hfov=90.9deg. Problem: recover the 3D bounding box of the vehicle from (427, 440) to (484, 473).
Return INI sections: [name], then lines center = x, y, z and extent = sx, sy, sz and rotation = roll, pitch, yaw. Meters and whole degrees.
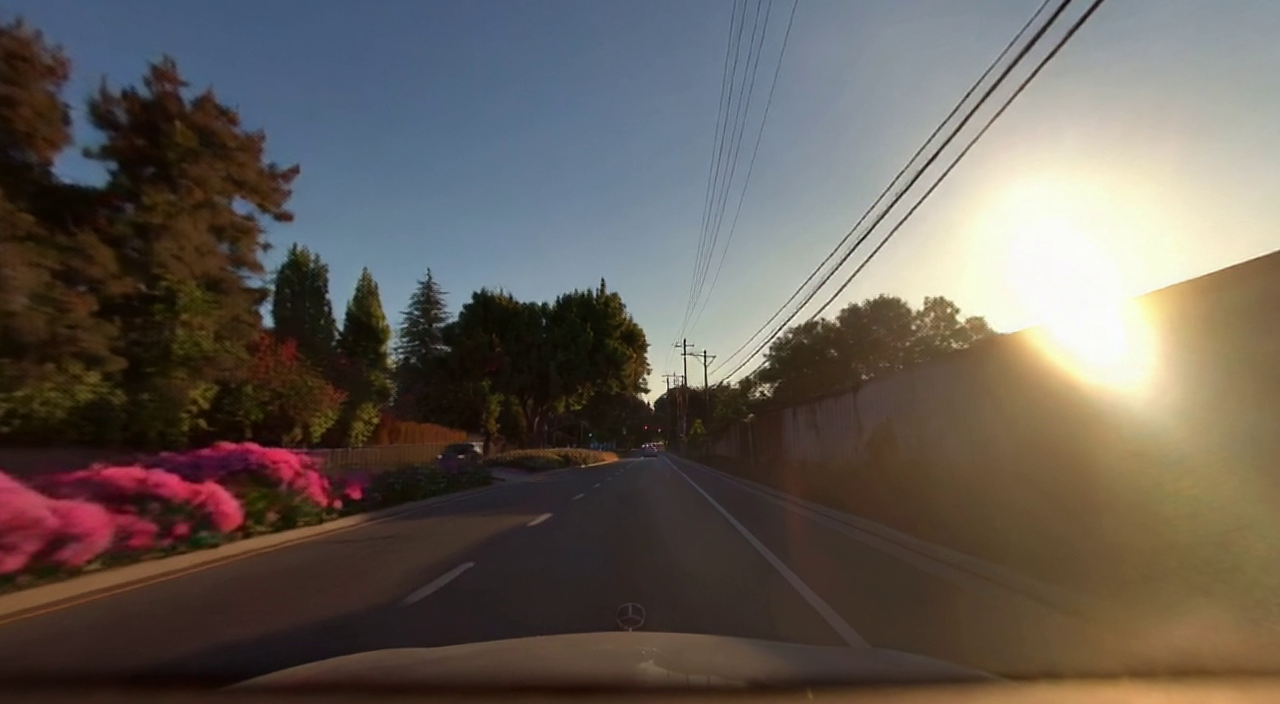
[vehicle]
center = -10.858, 6.145, 37.418
extent = 2.044, 1.815, 4.244
rotation = 0, -8, 1
